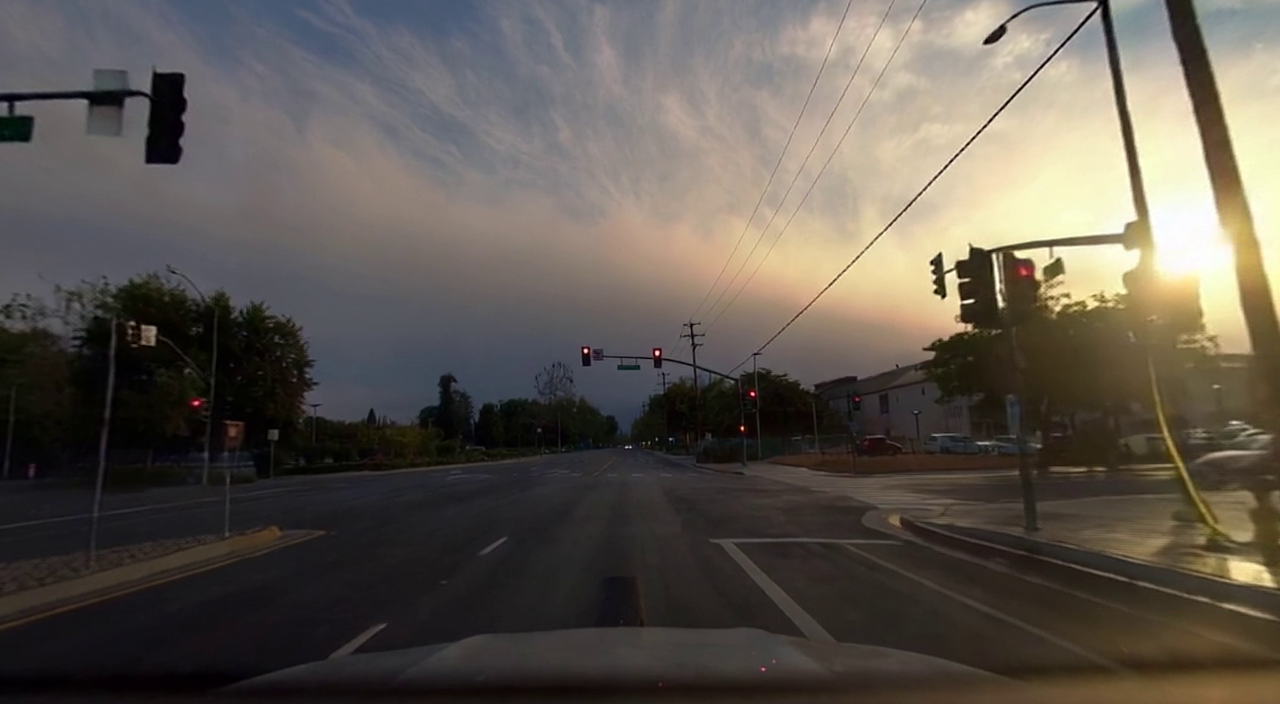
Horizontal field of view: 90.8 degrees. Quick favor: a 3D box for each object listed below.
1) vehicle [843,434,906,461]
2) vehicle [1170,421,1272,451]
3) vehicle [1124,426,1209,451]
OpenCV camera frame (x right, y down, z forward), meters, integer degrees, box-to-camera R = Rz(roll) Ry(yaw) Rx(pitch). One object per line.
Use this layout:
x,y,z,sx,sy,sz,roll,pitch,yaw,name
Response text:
14.996,6.156,40.722,1.959,1.471,4.570,-4,-9,-4,vehicle
37.135,5.448,40.553,1.916,1.619,4.524,-4,-9,-4,vehicle
34.142,5.677,41.092,1.832,1.521,4.266,0,-9,0,vehicle
